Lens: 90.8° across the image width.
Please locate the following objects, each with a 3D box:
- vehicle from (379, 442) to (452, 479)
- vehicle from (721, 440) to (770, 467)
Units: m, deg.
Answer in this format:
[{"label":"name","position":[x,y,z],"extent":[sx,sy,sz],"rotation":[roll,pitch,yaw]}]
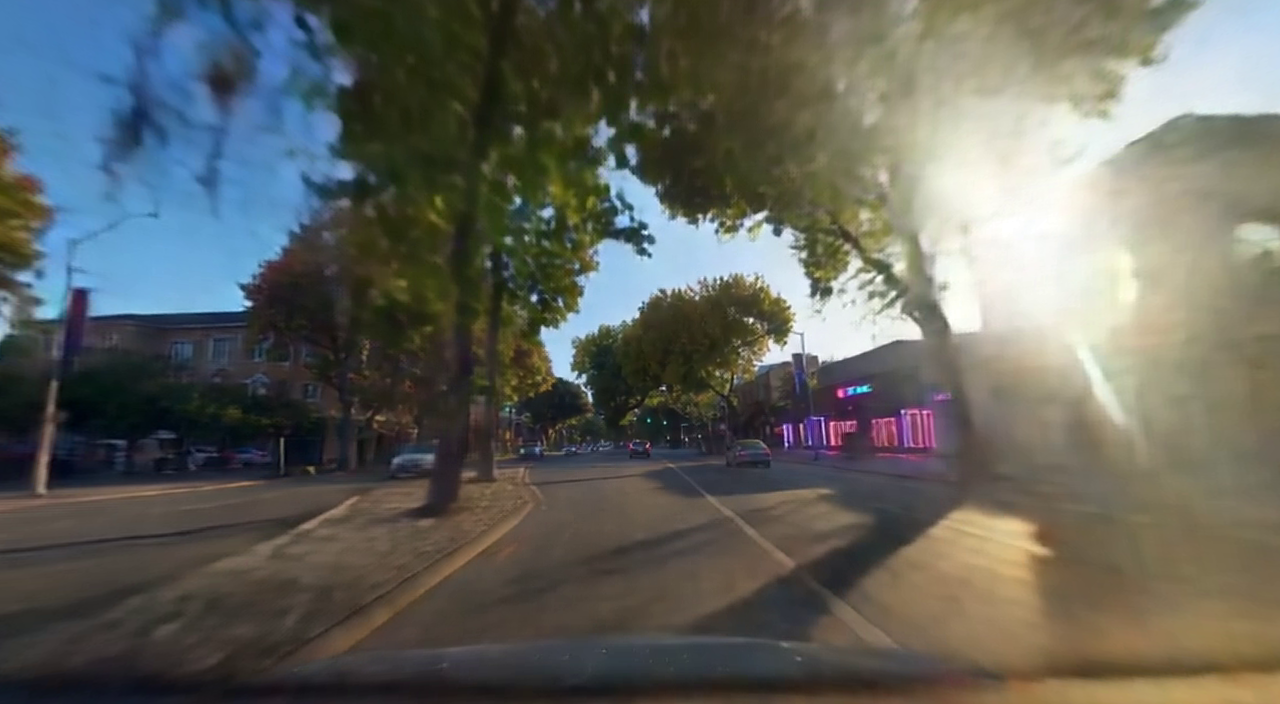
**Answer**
[{"label":"vehicle","position":[-9.817,4.739,27.956],"extent":[1.676,1.469,4.362],"rotation":[0,-8,-1]},{"label":"vehicle","position":[6.238,6.038,37.866],"extent":[2.024,1.475,4.600],"rotation":[0,-8,-2]}]
